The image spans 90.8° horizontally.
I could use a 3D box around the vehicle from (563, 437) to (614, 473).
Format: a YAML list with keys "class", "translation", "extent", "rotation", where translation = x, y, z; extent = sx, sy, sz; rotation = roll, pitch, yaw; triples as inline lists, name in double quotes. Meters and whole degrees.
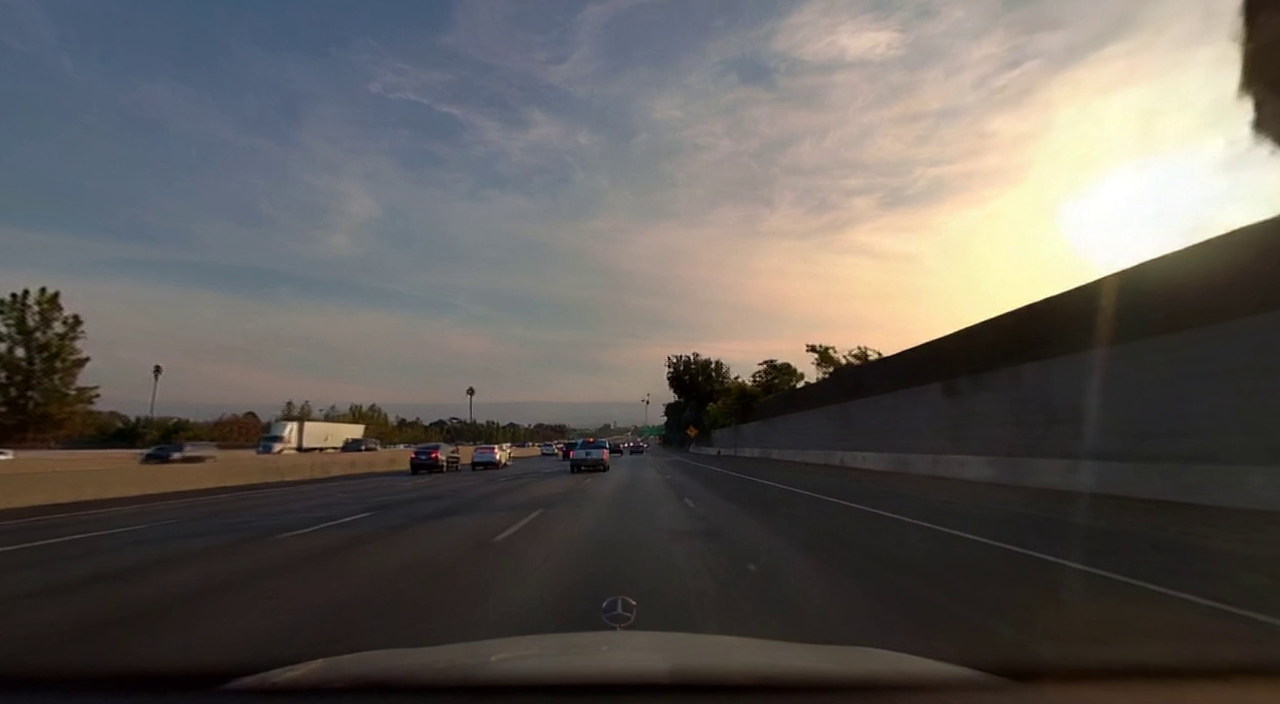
- class: "vehicle"
  translation: [-2.512, 5.209, 32.032]
  extent: [2.201, 1.672, 4.128]
  rotation: [0, -9, 0]

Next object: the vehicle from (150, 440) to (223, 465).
- class: "vehicle"
  translation: [-34.665, 7.688, 48.438]
  extent: [1.943, 1.838, 4.661]
  rotation: [0, -9, 2]

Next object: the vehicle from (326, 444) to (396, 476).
- class: "vehicle"
  translation: [-15.225, 5.891, 34.746]
  extent: [1.836, 1.662, 4.317]
  rotation: [0, -8, 1]

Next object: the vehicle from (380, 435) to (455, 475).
- class: "vehicle"
  translation: [-11.250, 5.255, 32.341]
  extent: [1.986, 1.875, 4.902]
  rotation: [0, -9, 1]

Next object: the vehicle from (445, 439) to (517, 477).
- class: "vehicle"
  translation: [-7.462, 5.024, 30.163]
  extent: [2.204, 1.677, 4.438]
  rotation: [0, -8, 1]
